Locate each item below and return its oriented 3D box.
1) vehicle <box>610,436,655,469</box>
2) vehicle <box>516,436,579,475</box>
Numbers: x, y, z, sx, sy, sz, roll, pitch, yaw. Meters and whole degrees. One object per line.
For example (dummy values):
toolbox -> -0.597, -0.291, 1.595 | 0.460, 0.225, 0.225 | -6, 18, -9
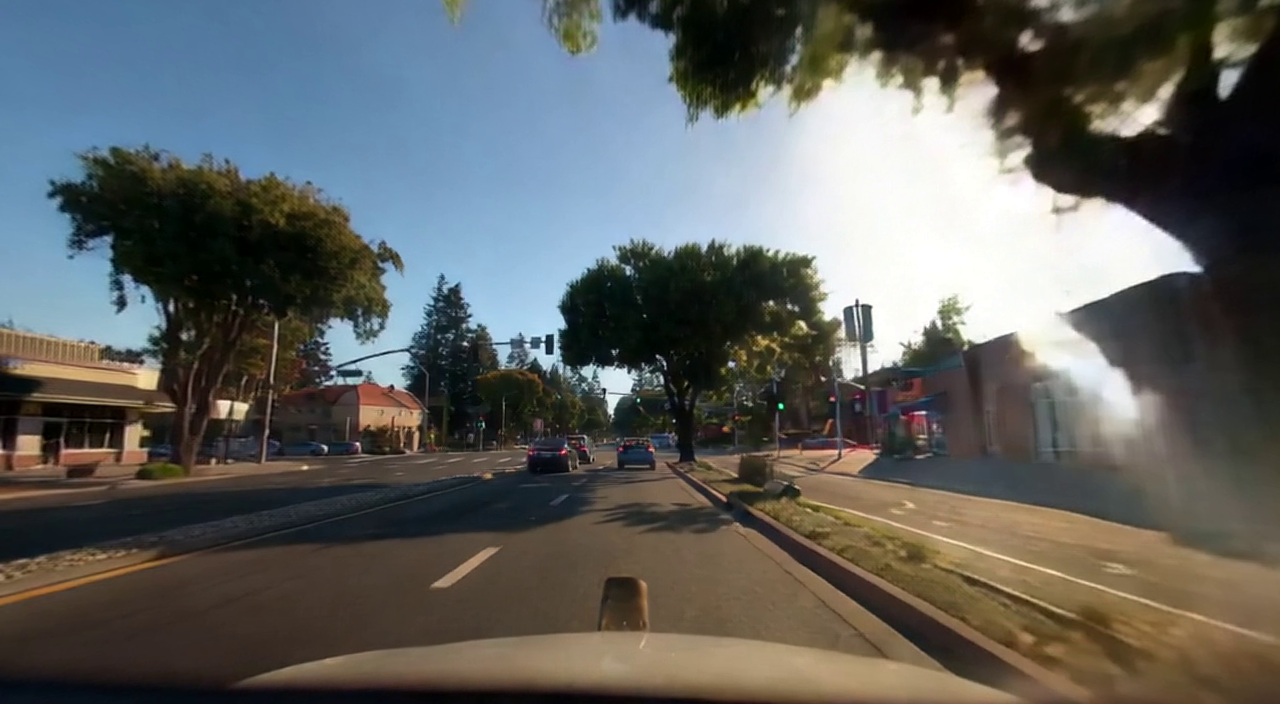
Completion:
vehicle -> -0.373, 4.941, 31.147 | 2.066, 1.482, 3.923 | 0, -8, -1
vehicle -> -3.793, 4.331, 26.649 | 1.942, 1.497, 4.561 | 0, -8, 0
